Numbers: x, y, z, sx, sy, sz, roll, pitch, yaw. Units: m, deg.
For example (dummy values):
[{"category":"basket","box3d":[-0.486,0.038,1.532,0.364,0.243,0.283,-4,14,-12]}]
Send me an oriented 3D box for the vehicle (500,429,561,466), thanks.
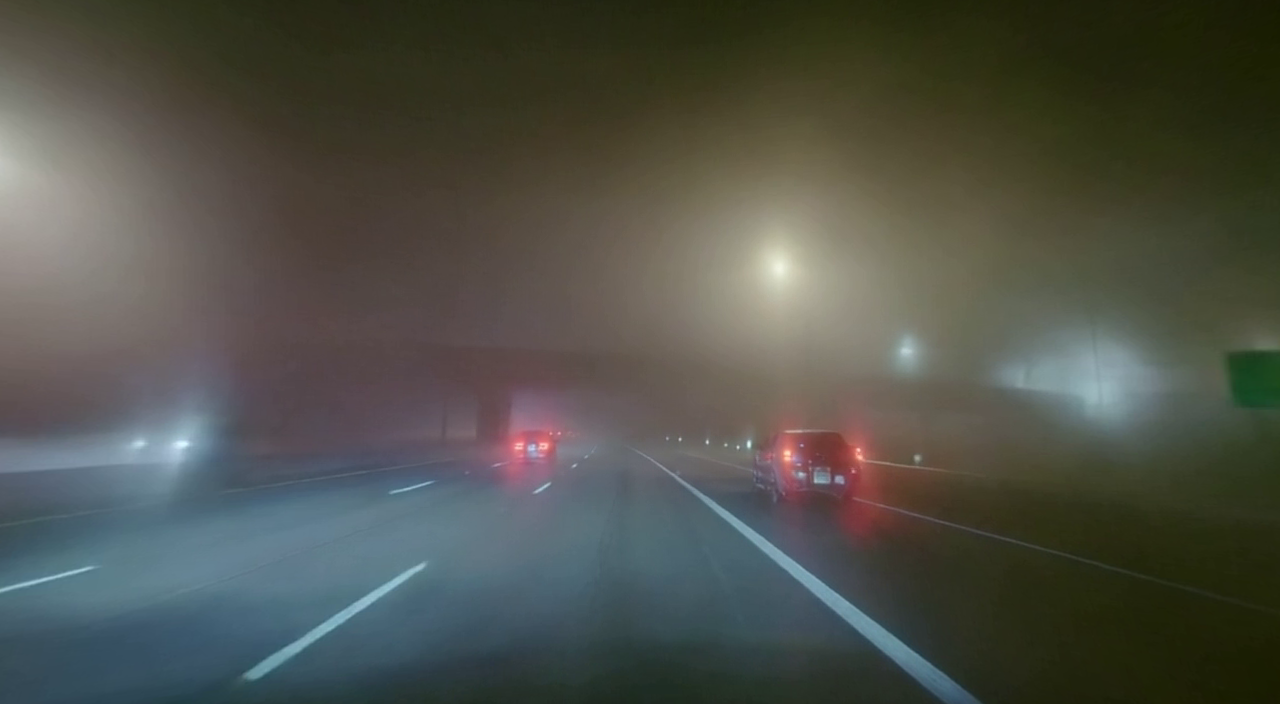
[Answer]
[{"category":"vehicle","box3d":[-5.087,4.485,29.906,2.123,1.601,4.887,0,-8,-1]}]
